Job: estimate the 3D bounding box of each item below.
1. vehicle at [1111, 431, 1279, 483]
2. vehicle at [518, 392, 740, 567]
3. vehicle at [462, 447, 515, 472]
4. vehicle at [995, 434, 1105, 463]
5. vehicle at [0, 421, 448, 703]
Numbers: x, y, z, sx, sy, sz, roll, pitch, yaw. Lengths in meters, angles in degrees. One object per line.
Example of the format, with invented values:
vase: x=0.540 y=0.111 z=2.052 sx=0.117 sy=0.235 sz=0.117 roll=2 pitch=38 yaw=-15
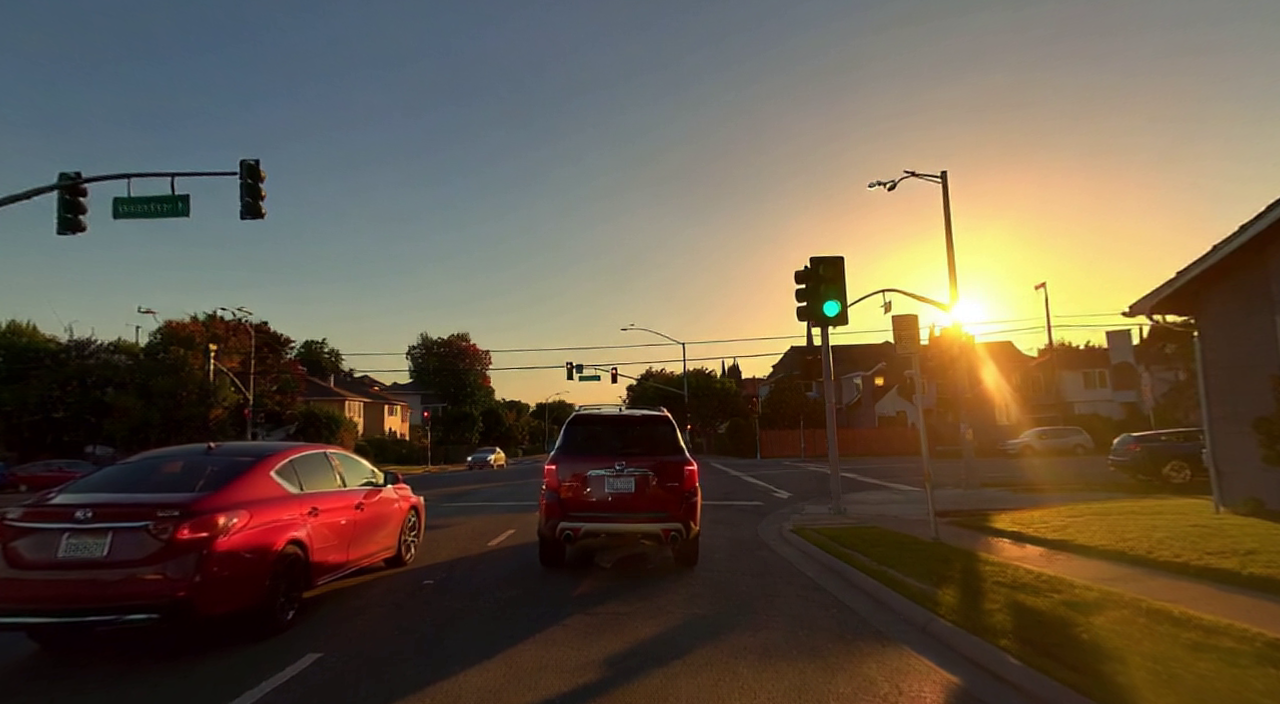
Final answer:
vehicle: x=17.226 y=3.099 z=18.769 sx=4.715 sy=1.439 sz=1.874 roll=-2 pitch=-9 yaw=14
vehicle: x=-0.179 y=1.718 z=9.220 sx=2.396 sy=1.881 sz=4.606 roll=0 pitch=-8 yaw=-2
vehicle: x=-9.527 y=6.757 z=40.076 sx=2.028 sy=1.474 sz=4.637 roll=-1 pitch=-8 yaw=2
vehicle: x=21.348 y=5.048 z=33.105 sx=4.353 sy=1.431 sz=1.876 roll=-2 pitch=-9 yaw=14
vehicle: x=-3.330 y=1.430 z=5.549 sx=1.934 sy=1.459 sz=4.368 roll=0 pitch=-8 yaw=0
